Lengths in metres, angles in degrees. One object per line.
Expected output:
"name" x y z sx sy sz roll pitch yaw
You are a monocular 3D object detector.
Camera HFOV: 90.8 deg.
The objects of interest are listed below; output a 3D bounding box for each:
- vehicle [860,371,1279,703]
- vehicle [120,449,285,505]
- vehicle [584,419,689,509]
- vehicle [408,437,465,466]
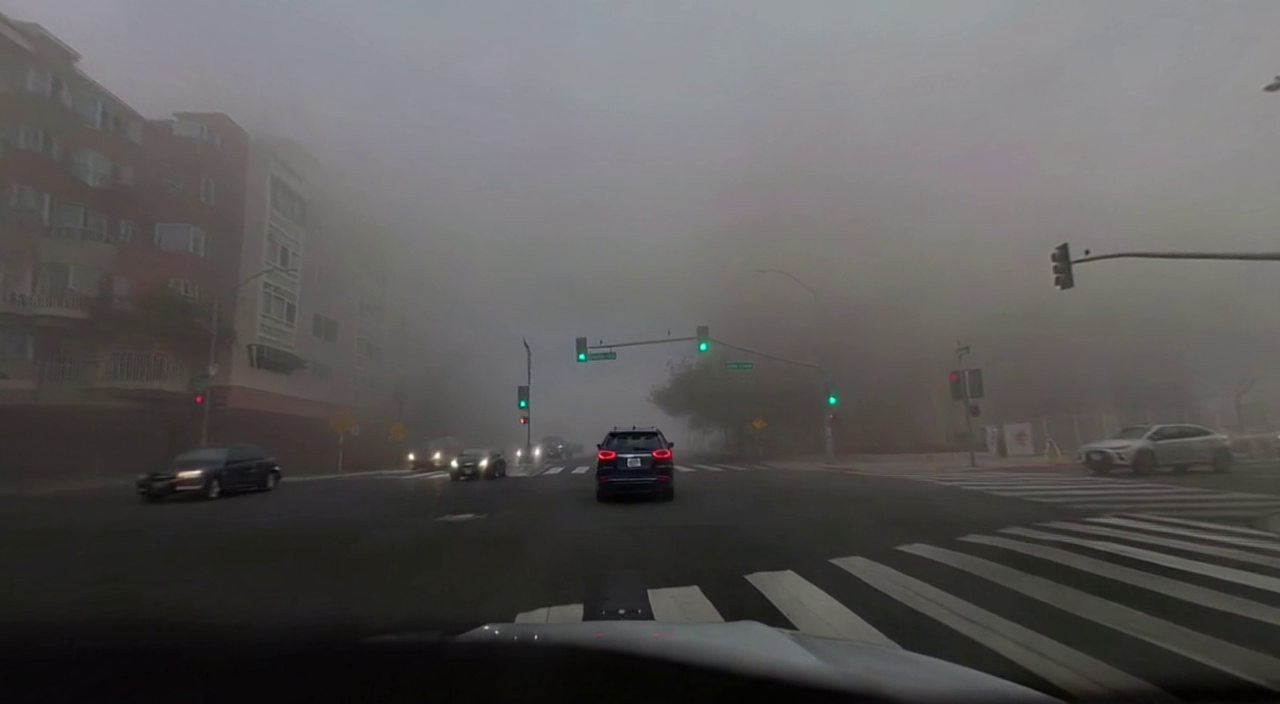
"vehicle" 3.171 1.157 4.174 1.906 1.608 4.137 0 -8 0
"vehicle" -13.288 3.778 19.613 1.943 1.487 4.472 0 -8 -1
"vehicle" -0.029 2.753 16.009 2.206 1.858 5.332 -1 -8 1
"vehicle" -13.034 6.366 40.777 1.964 1.712 5.236 0 -8 0
